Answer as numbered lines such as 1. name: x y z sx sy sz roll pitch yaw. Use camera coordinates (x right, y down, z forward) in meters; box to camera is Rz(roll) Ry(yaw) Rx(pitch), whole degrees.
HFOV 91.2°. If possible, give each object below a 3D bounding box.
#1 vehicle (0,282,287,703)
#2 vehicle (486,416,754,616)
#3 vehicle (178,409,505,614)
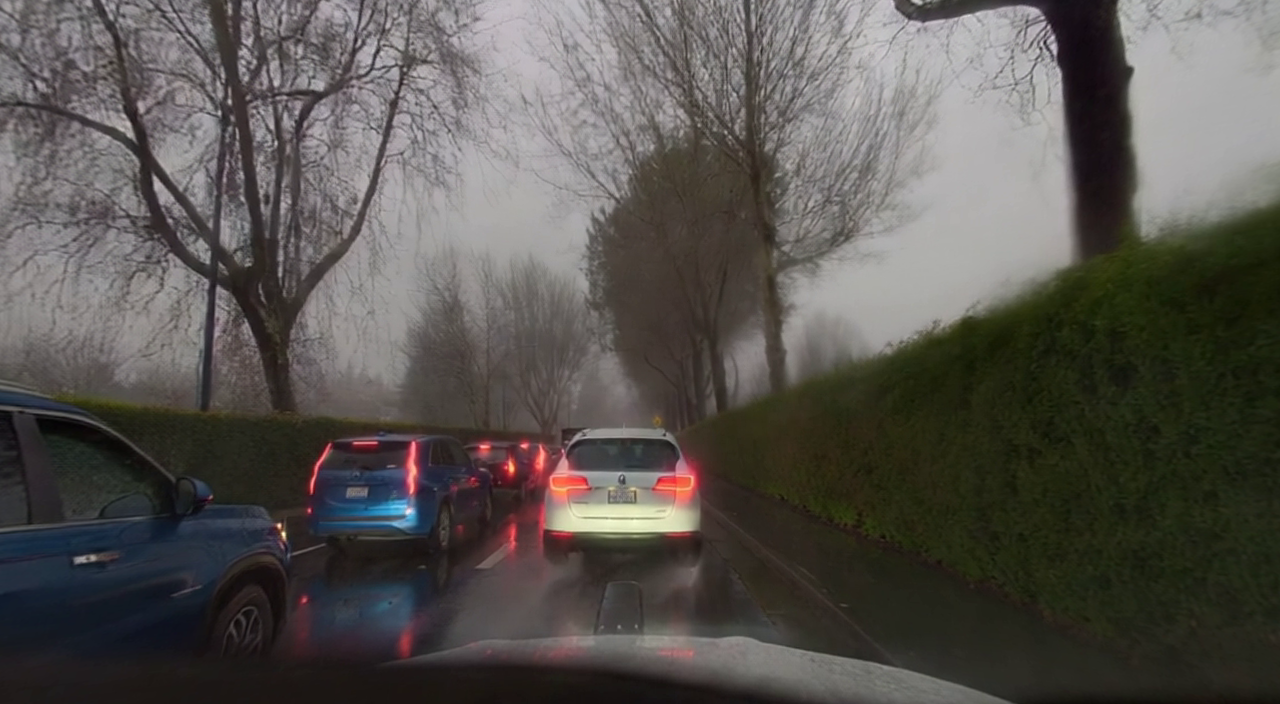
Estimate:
1. vehicle: -3.283 0.678 1.266 2.205 1.913 5.327 -6 -8 -2
2. vehicle: -0.194 1.637 7.130 2.154 1.581 4.007 0 -9 -1
3. vehicle: -3.414 1.860 8.315 2.256 1.728 4.421 -6 -8 -2
